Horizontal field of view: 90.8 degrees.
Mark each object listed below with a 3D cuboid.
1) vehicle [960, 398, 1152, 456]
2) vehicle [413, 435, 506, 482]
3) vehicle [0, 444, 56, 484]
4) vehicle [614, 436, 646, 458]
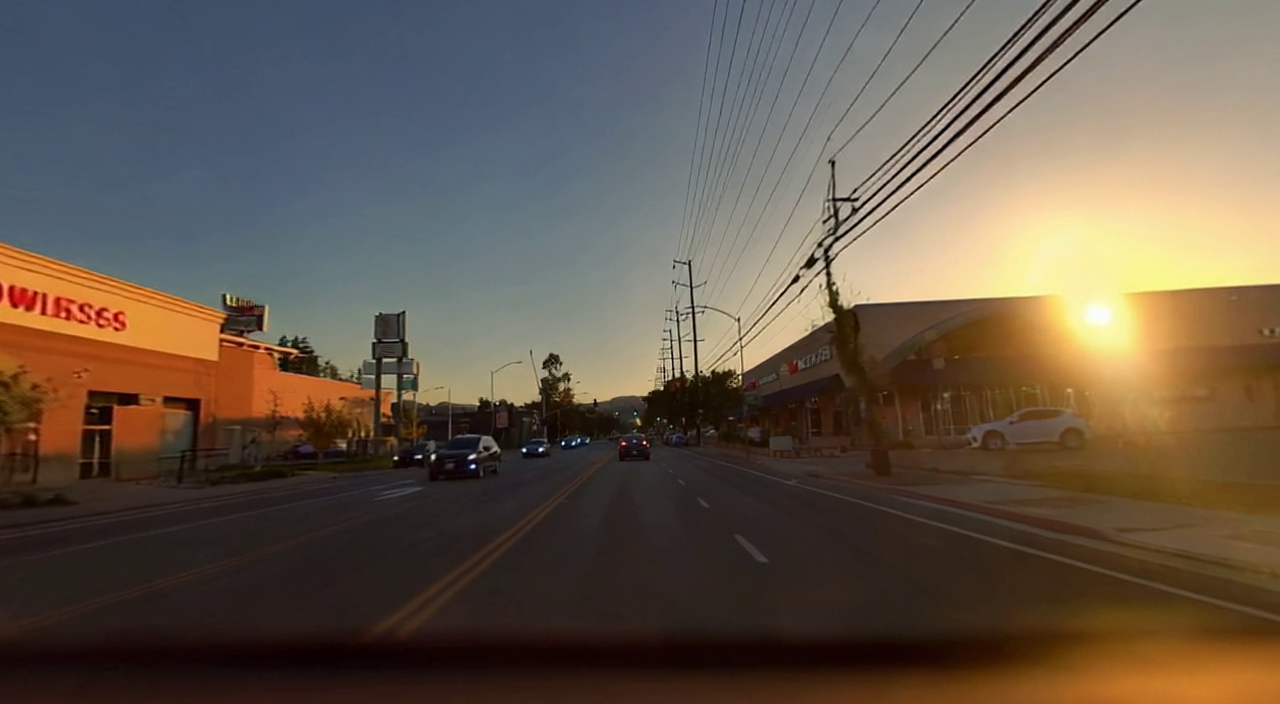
[{"bbox_3d":[13.537,2.483,20.812,4.836,1.750,2.079,-1,-8,-1],"label":"vehicle"},{"bbox_3d":[-6.373,3.801,22.934,1.987,1.515,4.789,0,-8,0],"label":"vehicle"},{"bbox_3d":[-27.726,4.895,27.996,2.002,1.592,4.739,6,-10,-36],"label":"vehicle"},{"bbox_3d":[-0.684,6.551,43.704,2.097,1.472,4.544,0,-8,0],"label":"vehicle"}]
